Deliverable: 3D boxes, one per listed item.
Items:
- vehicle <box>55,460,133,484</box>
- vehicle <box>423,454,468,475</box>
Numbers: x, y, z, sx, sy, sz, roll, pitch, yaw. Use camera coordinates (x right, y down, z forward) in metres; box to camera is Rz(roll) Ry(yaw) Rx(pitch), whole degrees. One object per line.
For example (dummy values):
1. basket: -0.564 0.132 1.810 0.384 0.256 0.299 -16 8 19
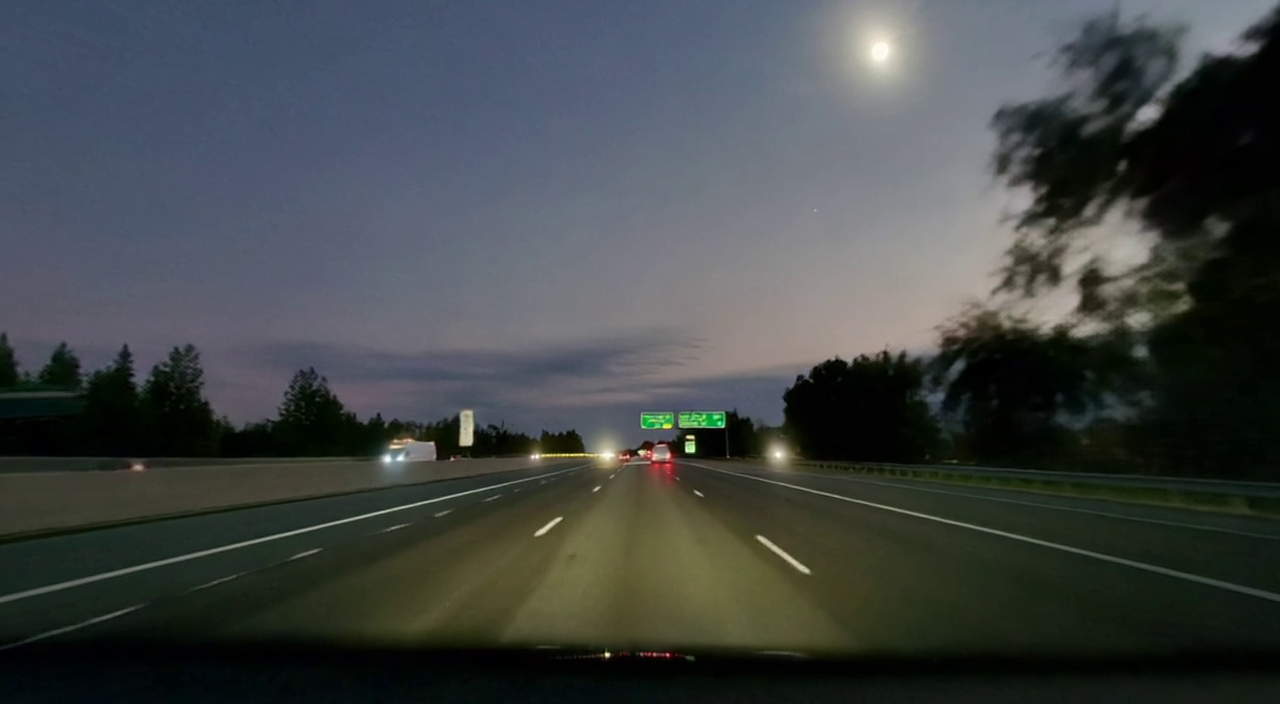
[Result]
1. vehicle: -34.884 7.673 40.394 1.713 1.418 3.632 0 -9 0
2. vehicle: -15.016 8.691 48.911 1.903 1.486 4.666 0 -9 1
